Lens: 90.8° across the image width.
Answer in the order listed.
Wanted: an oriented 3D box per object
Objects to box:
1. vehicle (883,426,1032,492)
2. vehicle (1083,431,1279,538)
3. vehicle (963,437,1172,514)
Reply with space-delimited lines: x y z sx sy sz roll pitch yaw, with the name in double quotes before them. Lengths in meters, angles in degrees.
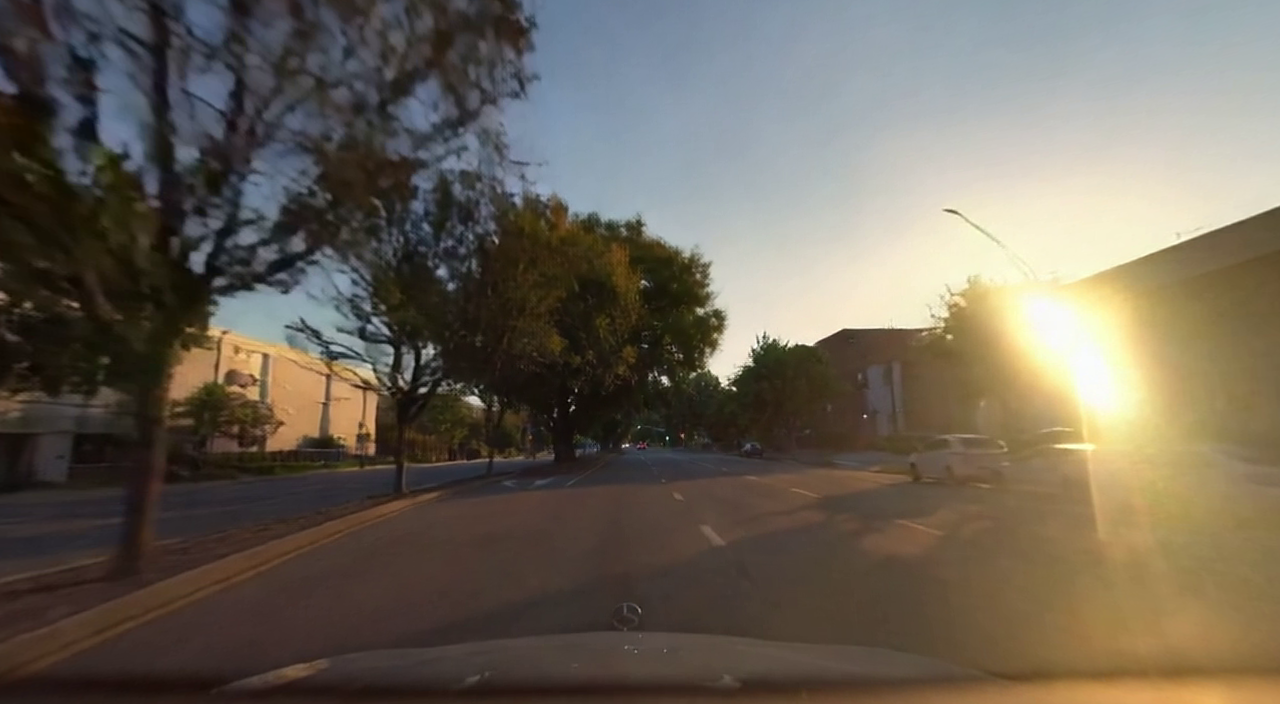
"vehicle" 9.945 3.397 20.366 2.092 1.848 4.879 0 -9 -2
"vehicle" 10.281 2.206 11.017 1.931 1.565 4.043 0 -9 -4
"vehicle" 9.985 2.907 15.302 1.780 1.491 4.433 -2 -9 -2
